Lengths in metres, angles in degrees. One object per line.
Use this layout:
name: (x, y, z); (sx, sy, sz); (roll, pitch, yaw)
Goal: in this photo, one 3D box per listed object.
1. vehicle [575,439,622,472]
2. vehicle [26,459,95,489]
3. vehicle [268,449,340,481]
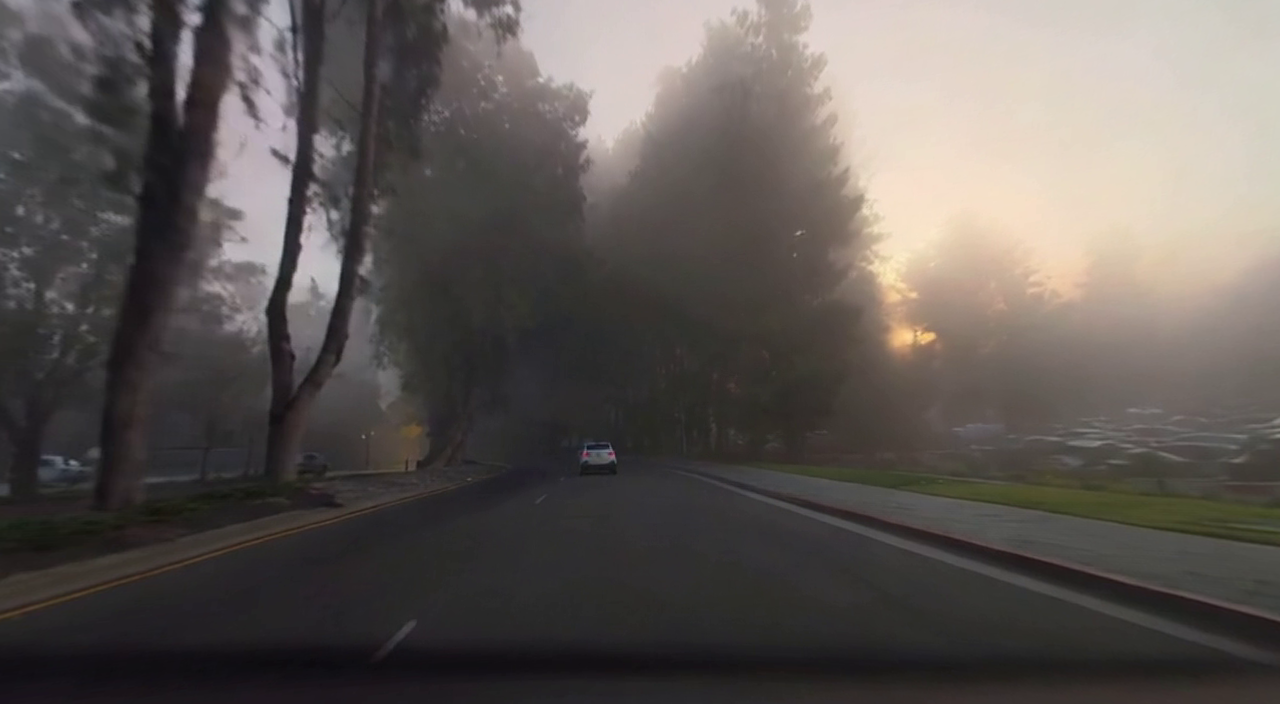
vehicle: (-2.043, 5.110, 31.519); (2.142, 1.501, 4.273); (0, -8, -3)
vehicle: (-34.051, 7.117, 37.249); (1.809, 1.551, 4.352); (4, -9, -27)
vehicle: (-21.125, 7.078, 39.988); (2.109, 1.858, 5.253); (1, -8, -6)
